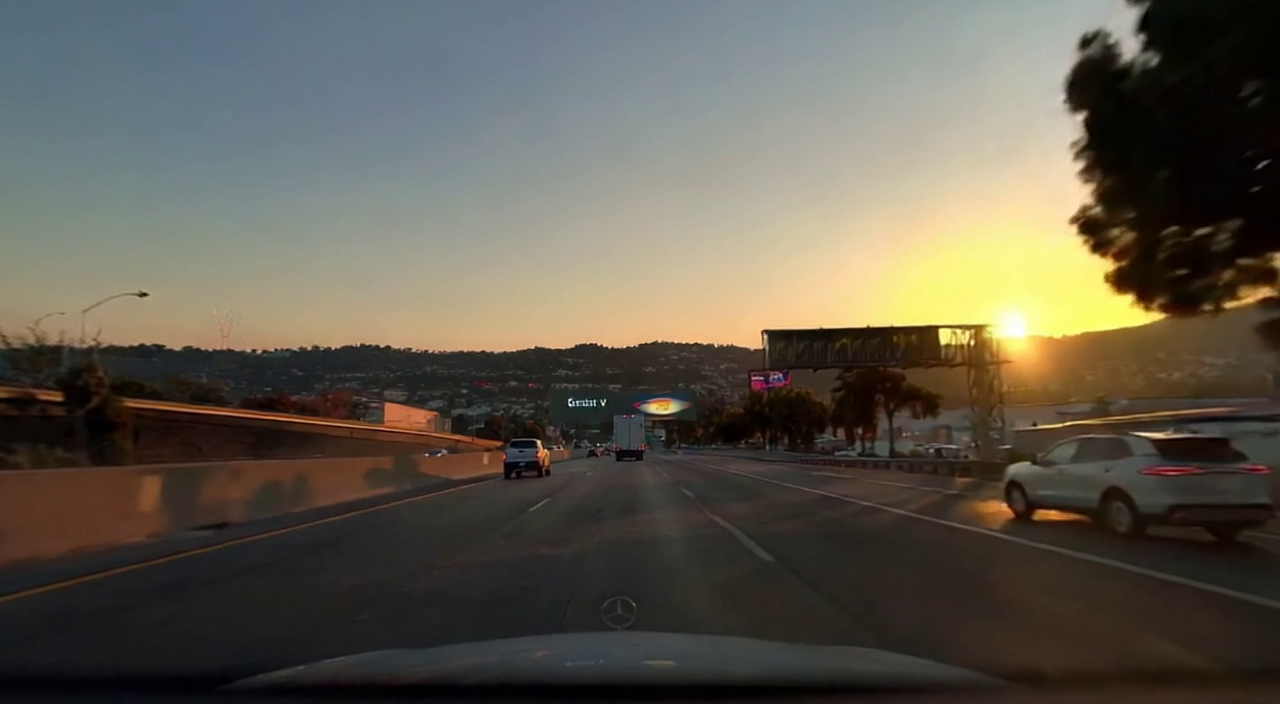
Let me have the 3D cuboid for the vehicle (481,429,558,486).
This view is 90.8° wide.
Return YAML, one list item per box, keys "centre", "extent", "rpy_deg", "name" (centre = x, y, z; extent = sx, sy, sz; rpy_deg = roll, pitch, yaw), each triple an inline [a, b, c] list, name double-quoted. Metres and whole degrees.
- centre: [-4.460, 4.006, 24.196]
  extent: [2.095, 1.930, 4.680]
  rpy_deg: [0, -9, -1]
  name: "vehicle"

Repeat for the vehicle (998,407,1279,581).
- centre: [6.956, 1.697, 8.320]
  extent: [1.928, 1.686, 4.182]
  rpy_deg: [0, -9, -1]
  name: "vehicle"
